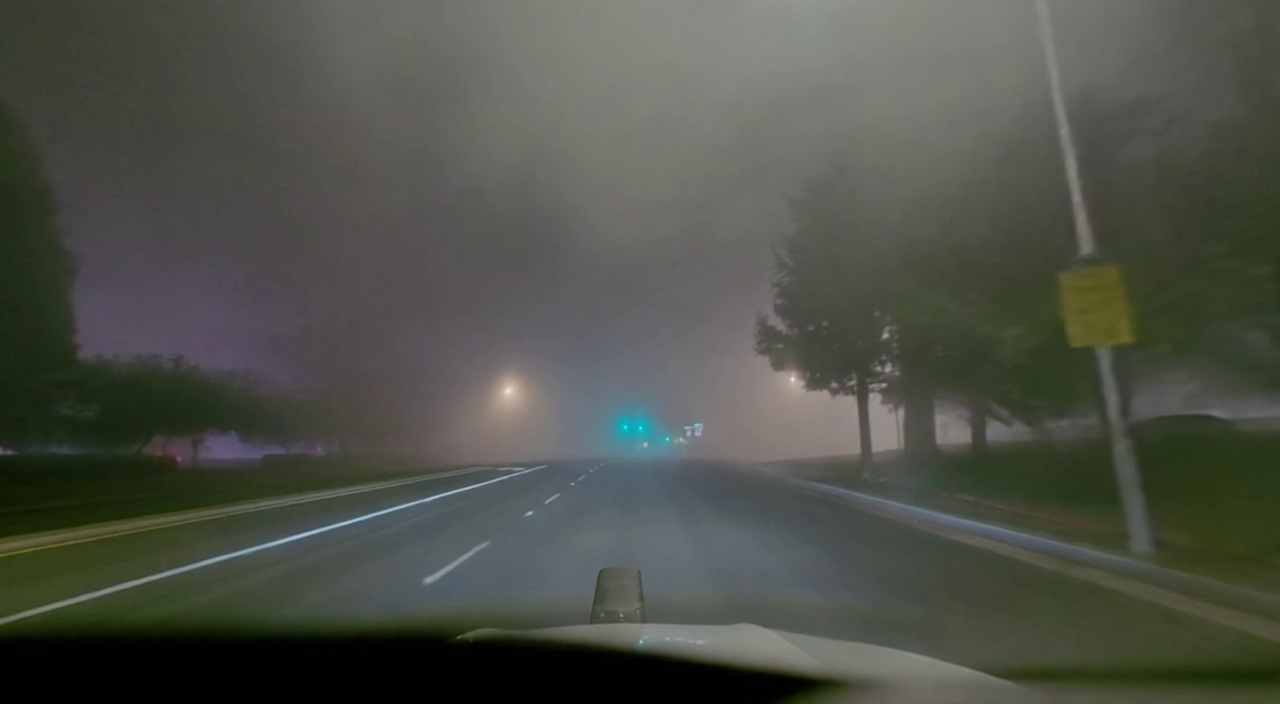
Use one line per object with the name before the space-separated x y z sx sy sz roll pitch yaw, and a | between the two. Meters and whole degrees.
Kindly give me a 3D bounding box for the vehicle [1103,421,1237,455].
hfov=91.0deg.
vehicle | 24.870 4.126 29.860 1.907 1.444 5.150 0 -8 1
